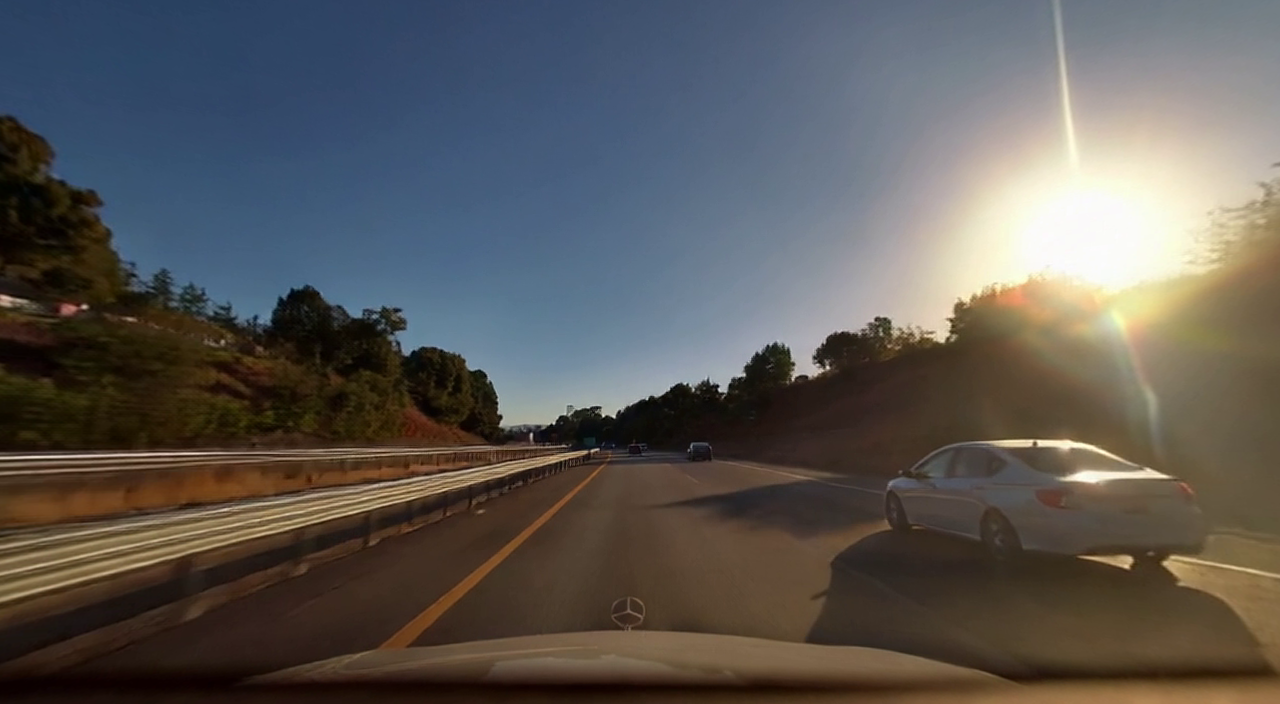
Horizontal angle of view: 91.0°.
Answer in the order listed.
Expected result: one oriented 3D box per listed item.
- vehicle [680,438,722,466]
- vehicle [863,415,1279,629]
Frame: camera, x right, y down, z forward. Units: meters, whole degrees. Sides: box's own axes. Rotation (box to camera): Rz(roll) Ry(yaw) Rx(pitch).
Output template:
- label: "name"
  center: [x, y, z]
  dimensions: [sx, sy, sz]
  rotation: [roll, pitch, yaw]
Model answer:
- label: "vehicle"
  center: [3.479, 5.759, 36.418]
  dimensions: [1.945, 1.538, 3.729]
  rotation: [0, -8, -2]
- label: "vehicle"
  center: [4.204, 1.529, 6.707]
  dimensions: [2.072, 1.528, 4.176]
  rotation: [0, -8, -1]
